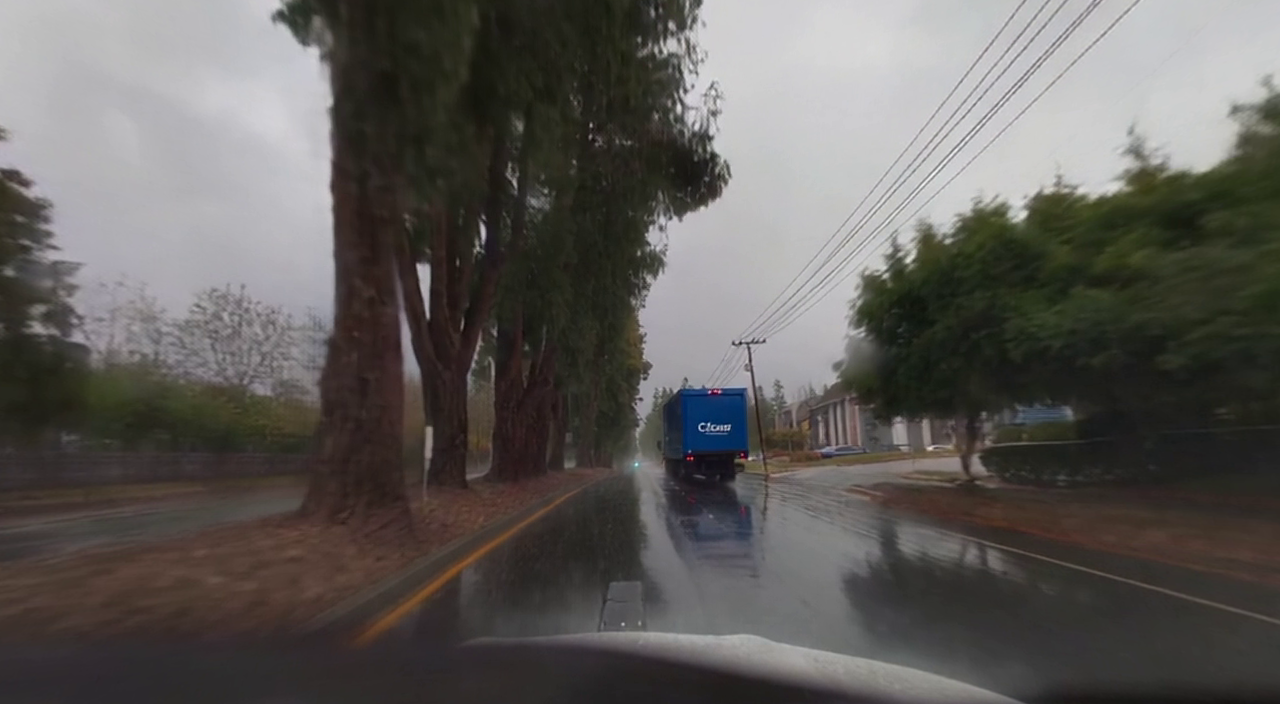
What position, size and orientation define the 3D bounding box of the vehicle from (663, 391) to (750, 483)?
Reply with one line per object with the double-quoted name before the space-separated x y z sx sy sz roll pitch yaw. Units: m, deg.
"vehicle" 2.952 4.224 30.922 2.973 3.848 9.336 0 -8 -2
